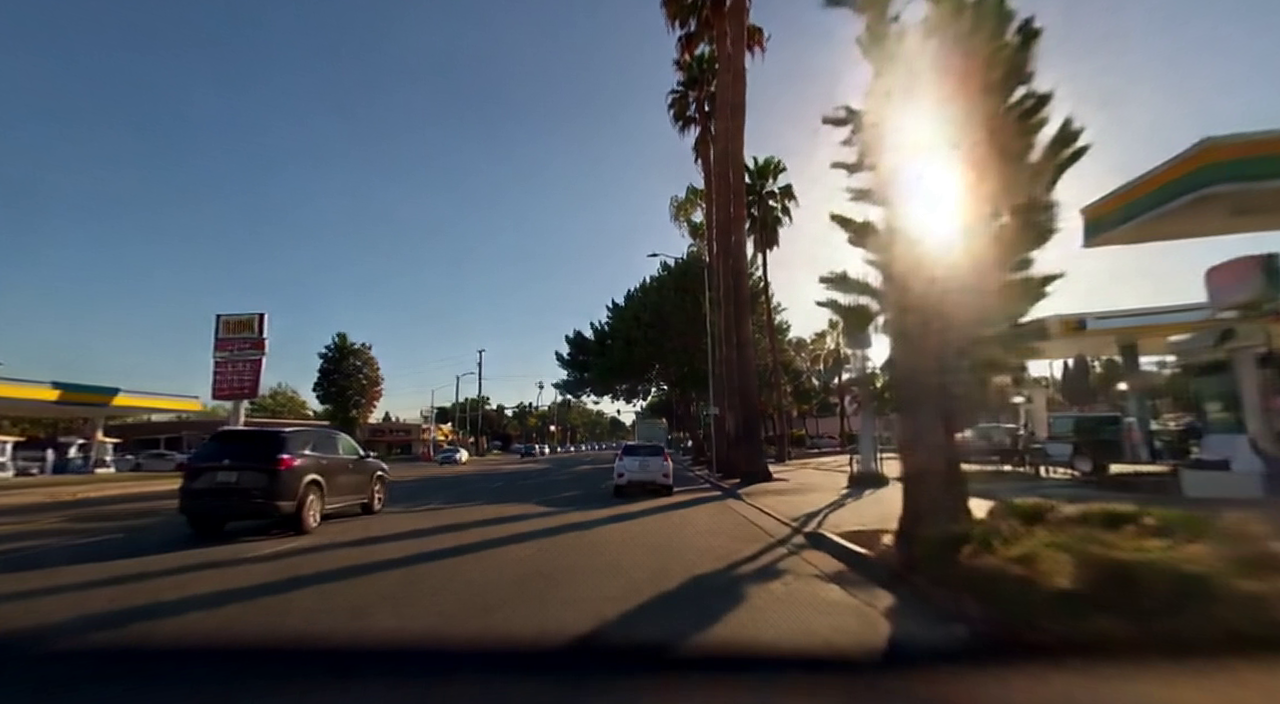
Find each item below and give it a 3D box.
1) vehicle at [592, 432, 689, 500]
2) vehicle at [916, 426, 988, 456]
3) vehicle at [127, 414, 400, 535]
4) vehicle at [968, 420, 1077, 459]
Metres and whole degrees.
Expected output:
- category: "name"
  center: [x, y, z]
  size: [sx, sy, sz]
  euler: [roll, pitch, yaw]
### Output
- category: "vehicle"
  center: [0.043, 2.862, 16.124]
  size: [2.145, 1.483, 4.453]
  euler: [0, -9, 1]
- category: "vehicle"
  center: [16.911, 4.890, 34.286]
  size: [1.902, 1.502, 4.395]
  euler: [0, -9, 3]
- category: "vehicle"
  center: [-6.196, 2.072, 11.165]
  size: [2.057, 1.705, 4.394]
  euler: [0, -9, 1]
- category: "vehicle"
  center: [17.074, 3.976, 28.336]
  size: [2.009, 1.630, 4.436]
  euler: [0, -9, -2]
